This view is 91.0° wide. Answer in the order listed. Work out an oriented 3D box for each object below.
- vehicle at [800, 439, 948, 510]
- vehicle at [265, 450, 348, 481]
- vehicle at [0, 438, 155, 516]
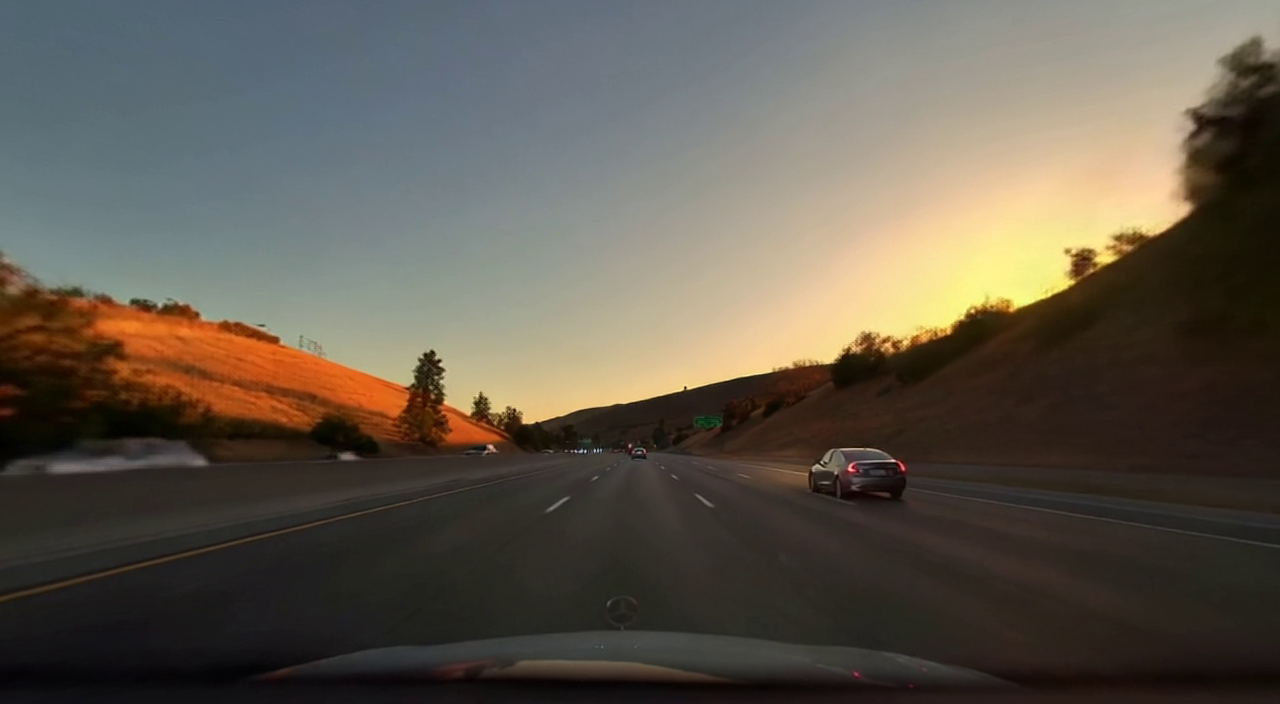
[{"bbox_3d":[5.599,2.971,15.745,1.976,1.495,4.217,0,-9,-1],"label":"vehicle"},{"bbox_3d":[-18.104,6.168,34.473,1.926,1.505,4.737,0,-9,1],"label":"vehicle"},{"bbox_3d":[-14.503,2.919,15.119,2.014,1.633,4.543,0,-9,0],"label":"vehicle"}]
